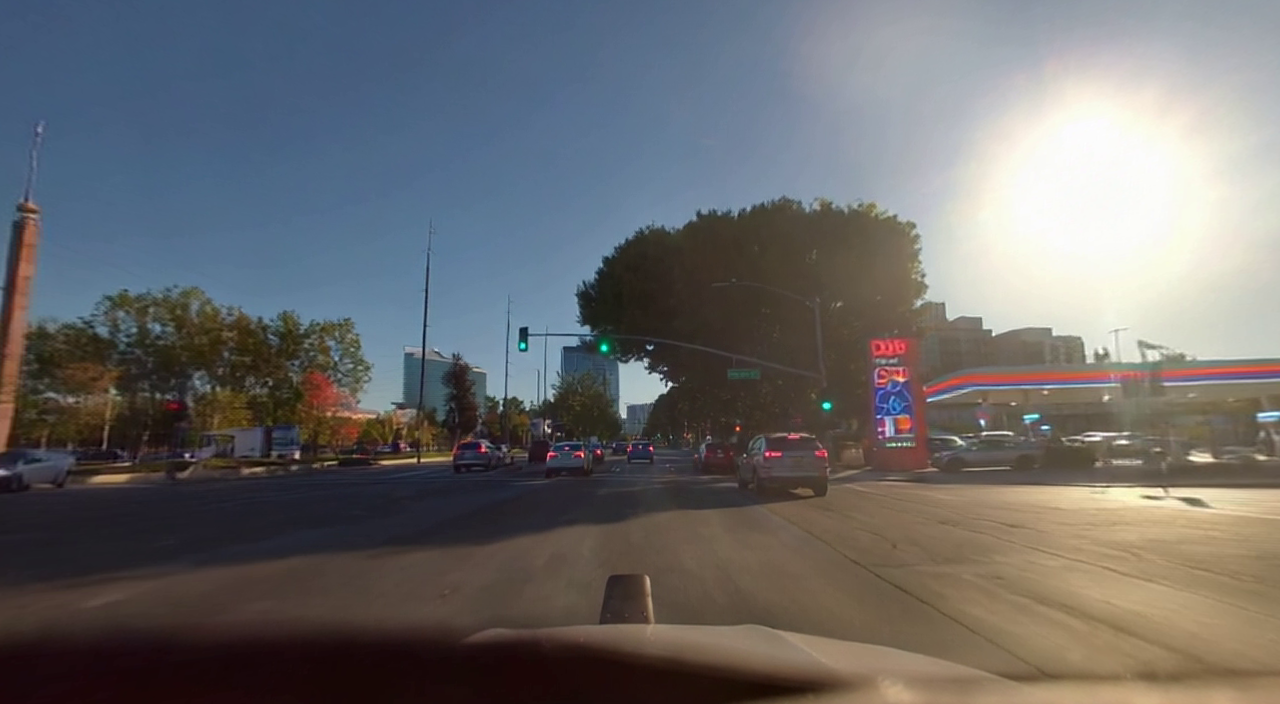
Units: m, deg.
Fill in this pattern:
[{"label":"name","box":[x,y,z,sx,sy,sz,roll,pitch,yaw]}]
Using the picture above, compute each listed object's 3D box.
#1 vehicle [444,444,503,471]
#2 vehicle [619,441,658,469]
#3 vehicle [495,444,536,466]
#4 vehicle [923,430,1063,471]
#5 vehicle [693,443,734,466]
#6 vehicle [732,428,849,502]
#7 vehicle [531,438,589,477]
[{"label":"vehicle","box":[-9.404,5.982,35.952,2.023,1.433,4.699,0,-8,1]},{"label":"vehicle","box":[-0.062,5.814,35.893,2.104,1.477,4.591,0,-8,0]},{"label":"vehicle","box":[-8.814,7.275,44.841,2.001,1.461,3.859,0,-8,2]},{"label":"vehicle","box":[18.027,5.057,32.414,5.585,1.866,2.607,-1,-8,-3]},{"label":"vehicle","box":[4.845,6.848,42.388,2.174,1.462,4.400,0,-8,-1]},{"label":"vehicle","box":[3.804,2.923,16.774,2.022,1.683,4.171,0,-8,-1]},{"label":"vehicle","box":[-3.507,4.713,28.405,2.023,1.607,4.086,0,-8,1]}]
